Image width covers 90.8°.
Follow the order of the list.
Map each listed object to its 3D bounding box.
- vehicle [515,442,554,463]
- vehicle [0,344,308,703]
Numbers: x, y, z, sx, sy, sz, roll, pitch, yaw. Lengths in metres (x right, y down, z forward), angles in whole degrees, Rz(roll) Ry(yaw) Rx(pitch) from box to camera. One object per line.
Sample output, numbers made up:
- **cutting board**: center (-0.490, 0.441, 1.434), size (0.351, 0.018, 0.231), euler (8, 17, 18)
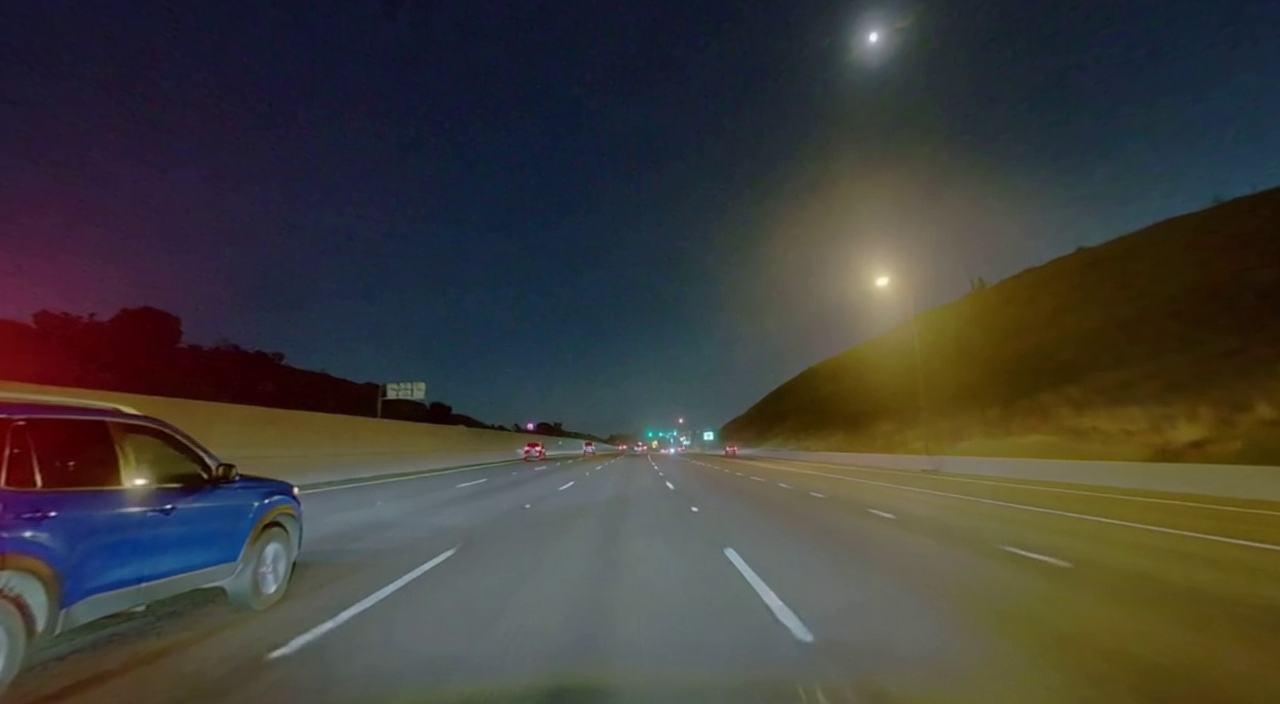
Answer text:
- **vehicle**: center (-7.832, 7.556, 47.392), size (2.054, 1.474, 4.450), euler (0, -9, 1)
- **vehicle**: center (-3.606, 0.836, 2.544), size (2.047, 1.715, 4.689), euler (0, -9, -1)
